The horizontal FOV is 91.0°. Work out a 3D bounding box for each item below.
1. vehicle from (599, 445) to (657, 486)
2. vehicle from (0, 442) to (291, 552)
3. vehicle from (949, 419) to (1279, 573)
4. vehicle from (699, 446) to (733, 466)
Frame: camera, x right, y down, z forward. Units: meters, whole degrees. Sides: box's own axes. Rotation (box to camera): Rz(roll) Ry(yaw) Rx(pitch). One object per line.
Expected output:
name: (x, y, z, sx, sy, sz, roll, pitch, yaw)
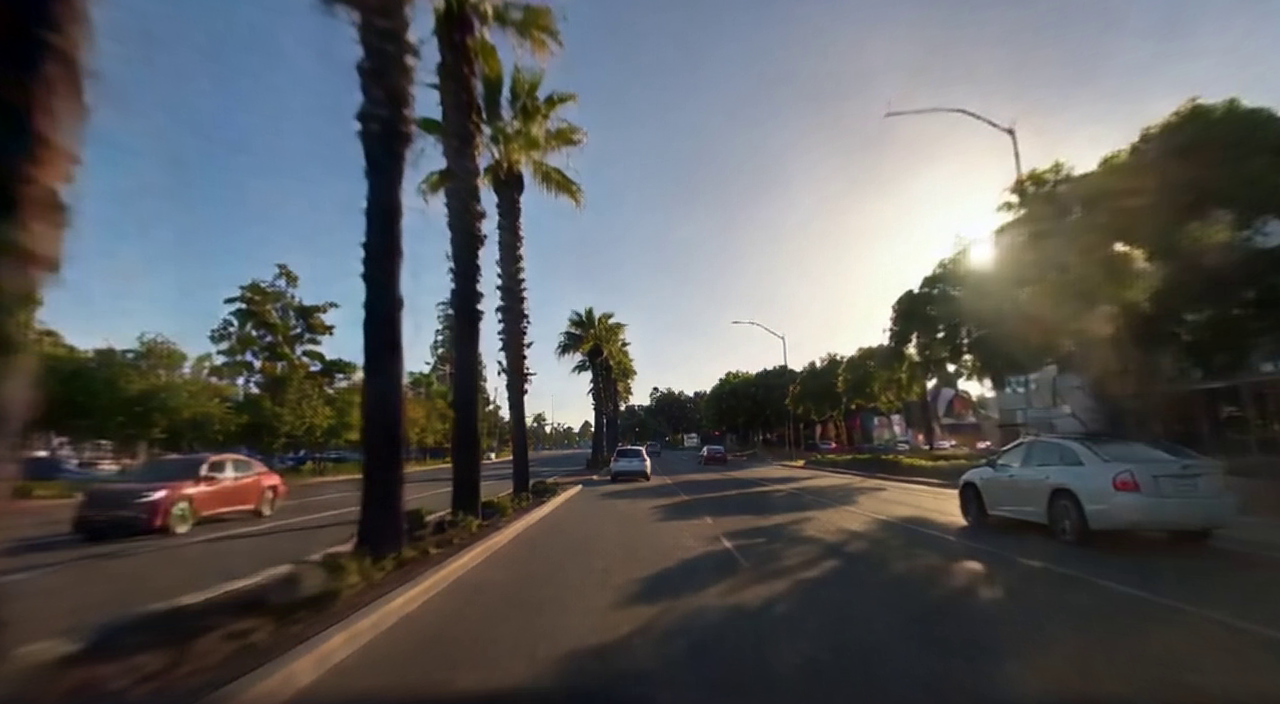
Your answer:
vehicle: (-0.429, 4.176, 23.505, 1.970, 1.402, 3.756, 0, -8, -1)
vehicle: (-8.499, 2.397, 11.251, 1.930, 1.478, 4.552, -1, -8, 0)
vehicle: (6.360, 1.853, 8.845, 1.949, 1.647, 3.894, 0, -8, -1)
vehicle: (5.834, 8.003, 48.725, 1.970, 1.461, 4.267, 0, -8, -1)
